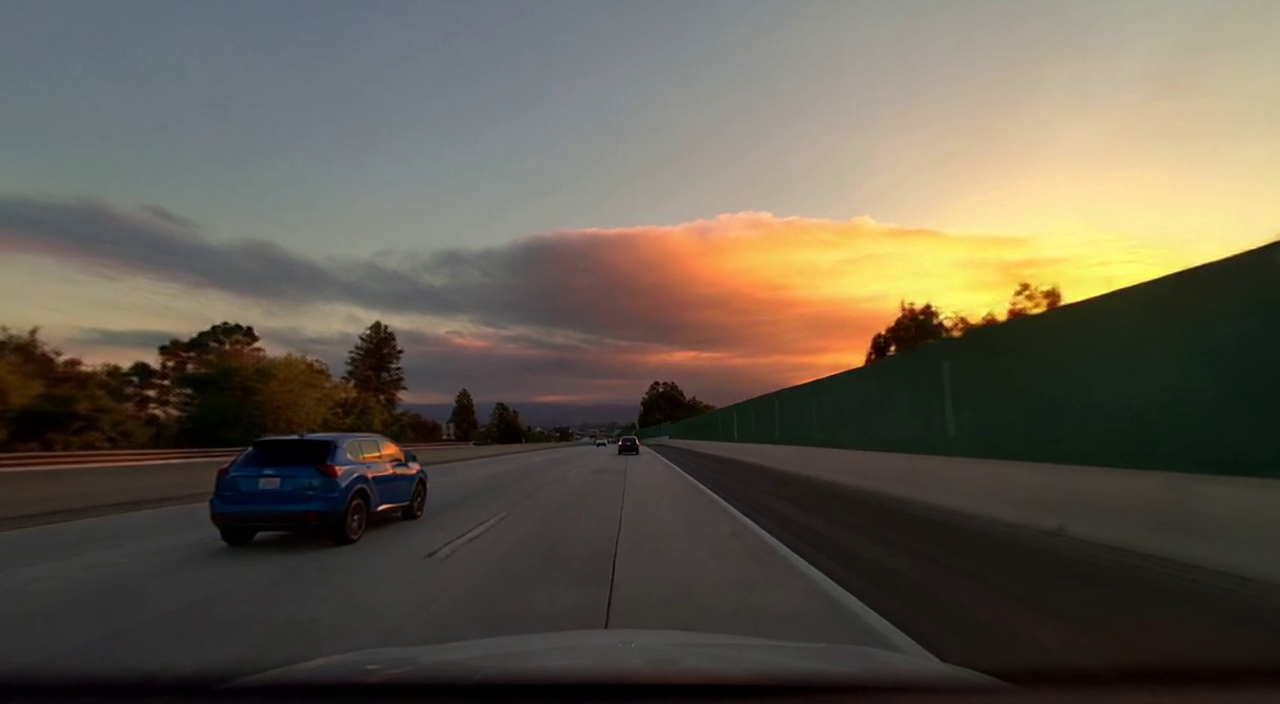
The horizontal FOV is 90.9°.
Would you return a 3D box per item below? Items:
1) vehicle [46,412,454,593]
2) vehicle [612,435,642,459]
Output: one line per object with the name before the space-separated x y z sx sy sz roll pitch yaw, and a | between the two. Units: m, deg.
vehicle | -4.077 1.618 7.883 2.072 1.545 4.767 0 -8 0
vehicle | -0.851 6.101 40.648 1.836 1.450 3.519 0 -8 -1
